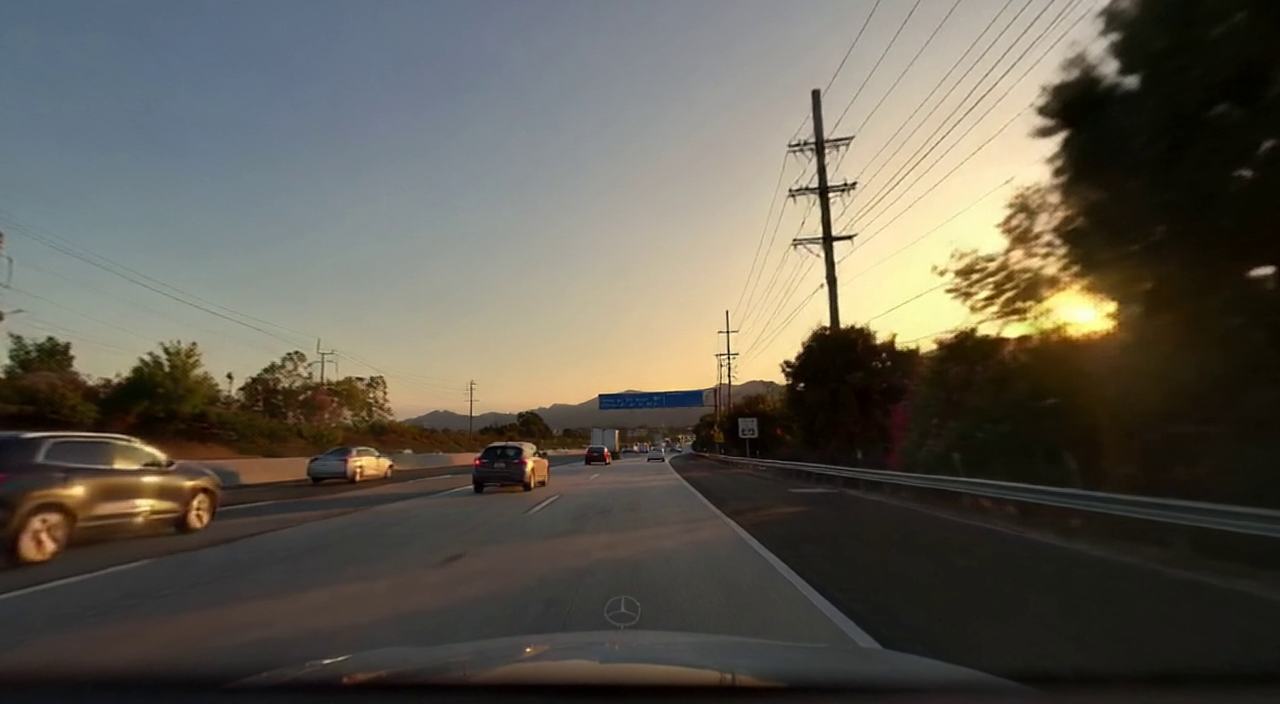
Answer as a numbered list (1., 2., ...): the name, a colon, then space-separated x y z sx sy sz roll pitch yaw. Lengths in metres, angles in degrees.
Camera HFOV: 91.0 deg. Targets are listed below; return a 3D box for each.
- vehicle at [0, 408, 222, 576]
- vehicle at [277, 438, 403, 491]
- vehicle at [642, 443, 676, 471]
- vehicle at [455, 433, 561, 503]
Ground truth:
1. vehicle: -7.539 1.557 7.281 2.043 1.696 4.851 0 -9 0
2. vehicle: -10.828 4.075 23.260 2.097 1.722 4.981 0 -9 1
3. vehicle: 1.234 6.656 40.137 2.038 1.677 4.219 0 -9 2
4. vehicle: -3.500 3.159 17.560 1.976 1.688 4.124 0 -9 1
